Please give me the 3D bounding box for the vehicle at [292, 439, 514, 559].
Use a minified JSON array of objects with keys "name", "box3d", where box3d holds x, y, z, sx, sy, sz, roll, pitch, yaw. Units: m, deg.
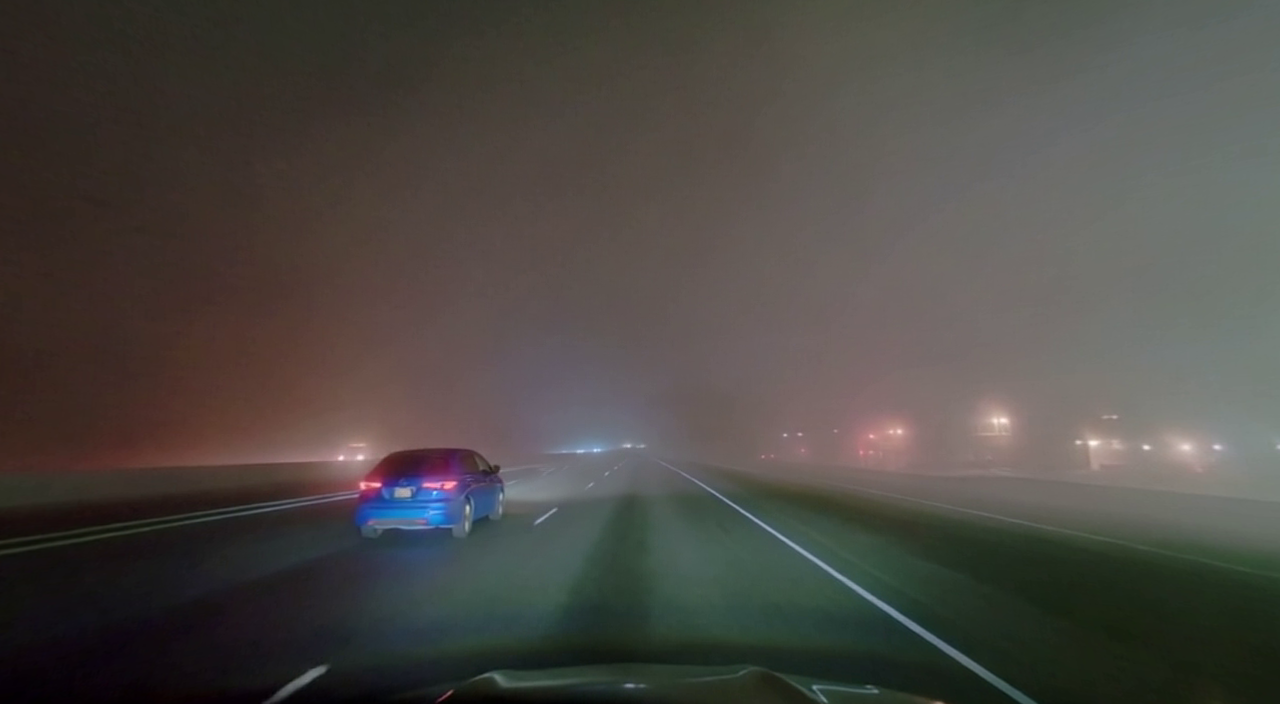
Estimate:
[{"name":"vehicle","box3d":[-3.343,2.131,9.832,1.935,1.479,3.787,0,-9,1]}]
